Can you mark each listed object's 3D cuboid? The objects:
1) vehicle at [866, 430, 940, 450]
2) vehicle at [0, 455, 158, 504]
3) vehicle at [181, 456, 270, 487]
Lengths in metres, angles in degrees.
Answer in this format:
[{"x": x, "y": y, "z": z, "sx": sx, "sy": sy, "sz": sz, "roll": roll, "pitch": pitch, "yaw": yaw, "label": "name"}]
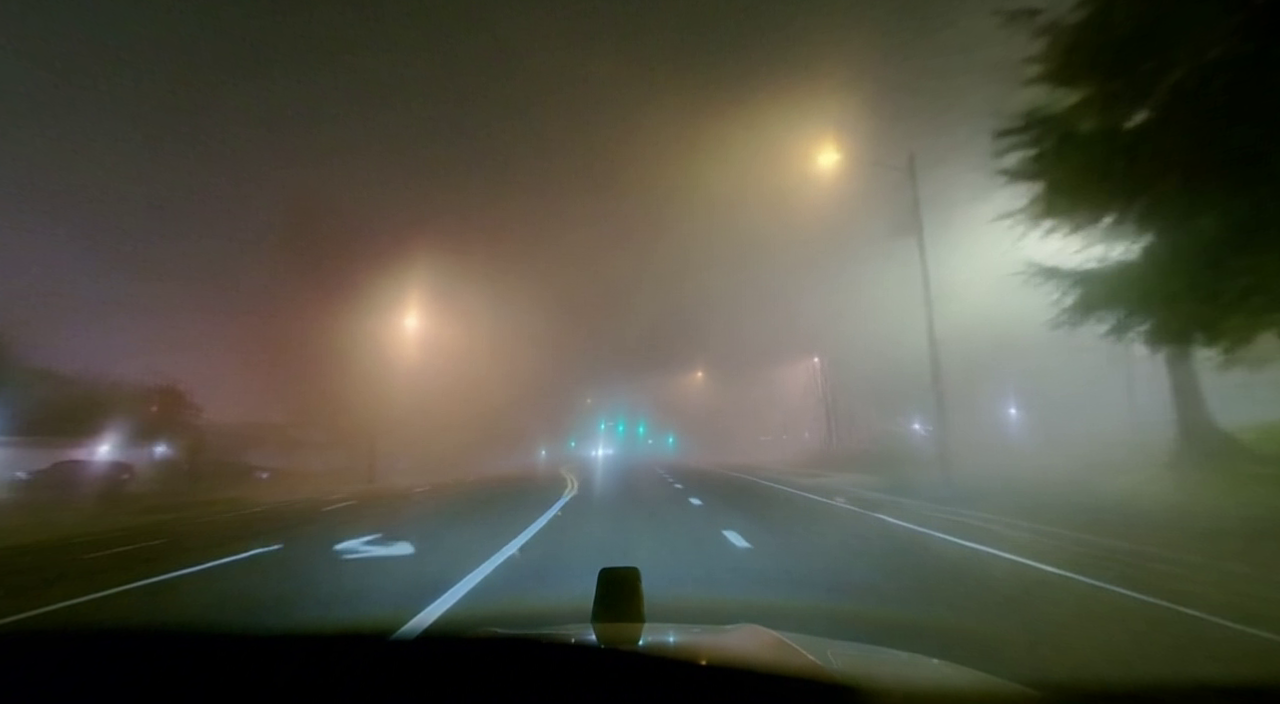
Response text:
[{"x": 19.334, "y": 6.503, "z": 46.646, "sx": 4.621, "sy": 1.393, "sz": 1.824, "roll": -1, "pitch": -9, "yaw": 2, "label": "vehicle"}, {"x": -23.130, "y": 5.216, "z": 26.095, "sx": 4.794, "sy": 1.869, "sz": 2.060, "roll": -1, "pitch": -9, "yaw": 4, "label": "vehicle"}, {"x": -24.122, "y": 6.919, "z": 36.975, "sx": 2.067, "sy": 1.644, "sz": 4.216, "roll": 0, "pitch": -9, "yaw": 4, "label": "vehicle"}]
